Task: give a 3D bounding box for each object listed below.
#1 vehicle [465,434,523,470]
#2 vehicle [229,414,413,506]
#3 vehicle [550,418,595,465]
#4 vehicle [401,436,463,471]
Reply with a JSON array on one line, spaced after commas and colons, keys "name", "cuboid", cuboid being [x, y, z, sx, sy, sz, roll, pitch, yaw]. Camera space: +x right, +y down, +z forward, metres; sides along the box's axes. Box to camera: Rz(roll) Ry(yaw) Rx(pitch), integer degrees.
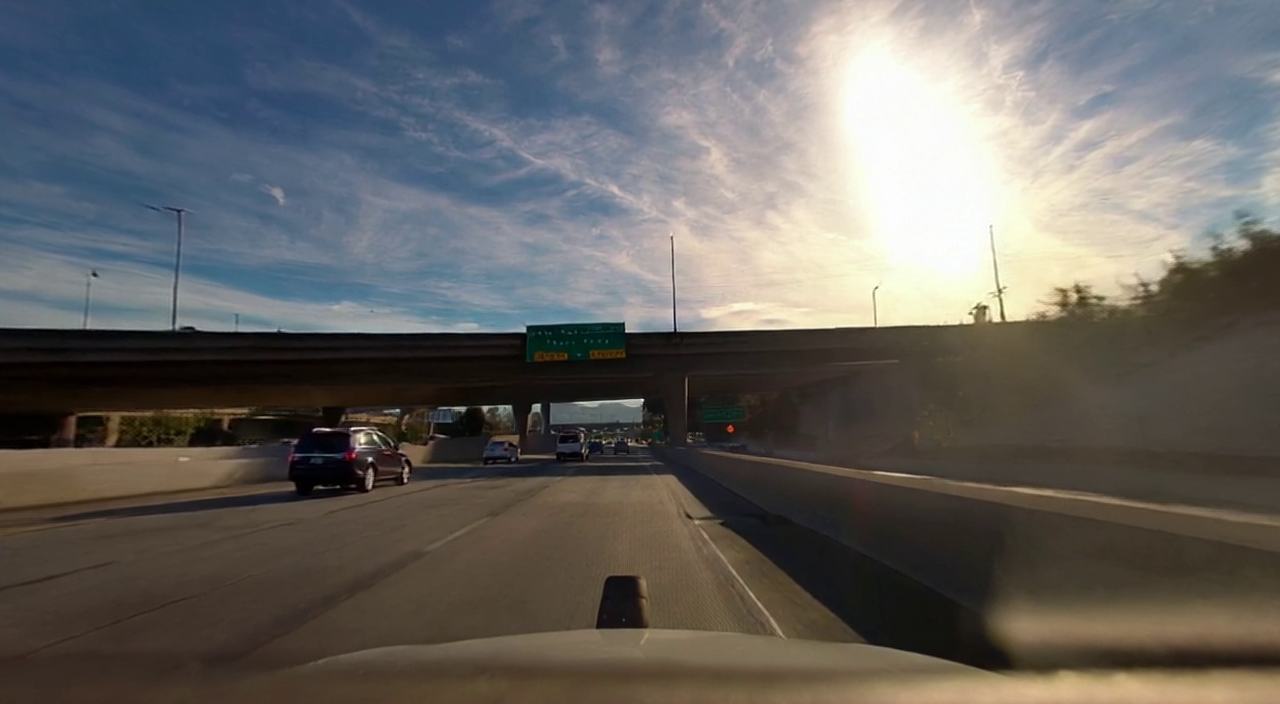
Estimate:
[{"name": "vehicle", "cuboid": [-7.940, 5.473, 34.562, 2.109, 1.784, 4.709, 0, -8, -1]}, {"name": "vehicle", "cuboid": [-7.682, 2.647, 15.803, 2.179, 1.948, 4.618, 0, -8, 0]}, {"name": "vehicle", "cuboid": [-4.391, 5.998, 41.892, 2.301, 2.843, 6.458, 0, -8, -1]}, {"name": "vehicle", "cuboid": [-11.230, 5.498, 34.207, 1.900, 1.726, 4.236, 0, -8, 0]}]
